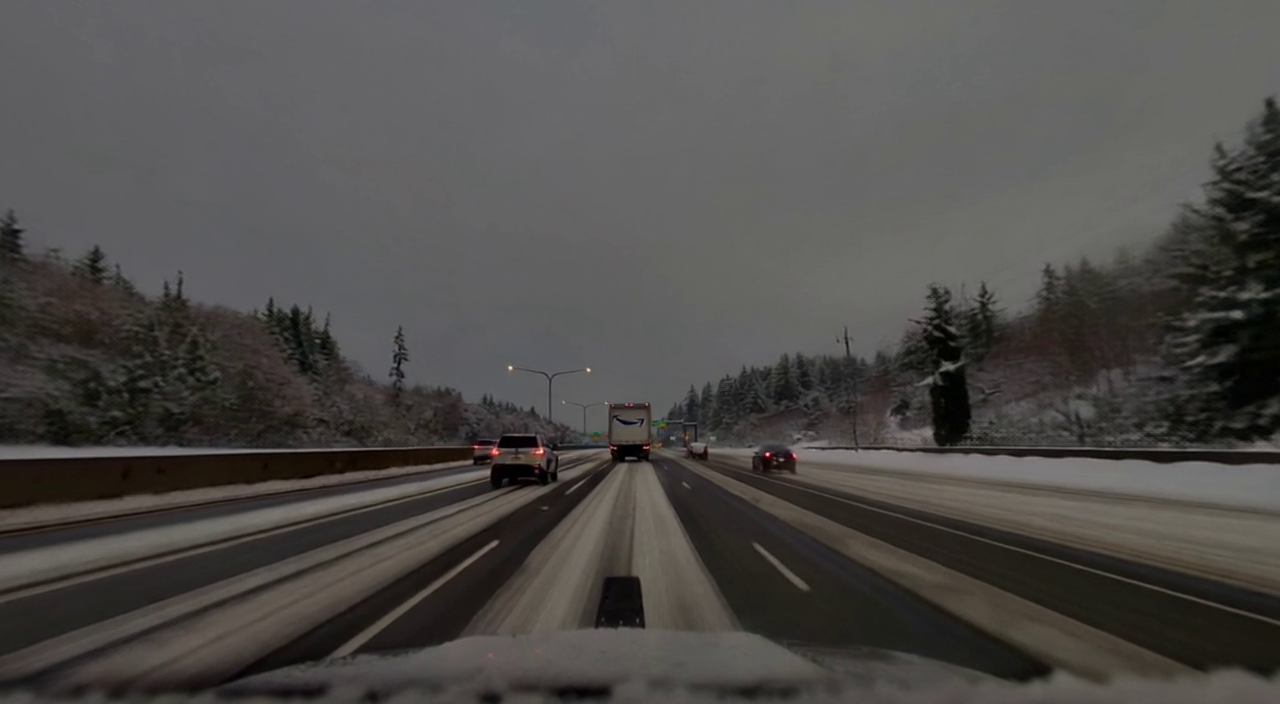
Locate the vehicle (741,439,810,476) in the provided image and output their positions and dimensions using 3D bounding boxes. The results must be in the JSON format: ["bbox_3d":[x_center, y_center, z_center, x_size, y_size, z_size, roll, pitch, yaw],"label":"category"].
[{"bbox_3d":[6.069,4.762,28.697,1.970,1.499,4.491,1,-9,-2],"label":"vehicle"}]

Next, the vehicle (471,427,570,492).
[{"bbox_3d":[-3.409,3.176,18.918,2.095,1.688,4.188,0,-9,1],"label":"vehicle"}]

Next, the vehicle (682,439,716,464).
[{"bbox_3d":[4.104,6.979,44.425,2.067,1.654,3.985,0,-8,0],"label":"vehicle"}]

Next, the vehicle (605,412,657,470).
[{"bbox_3d":[-0.398,4.661,32.874,2.456,2.705,6.251,0,-9,0],"label":"vehicle"}]
